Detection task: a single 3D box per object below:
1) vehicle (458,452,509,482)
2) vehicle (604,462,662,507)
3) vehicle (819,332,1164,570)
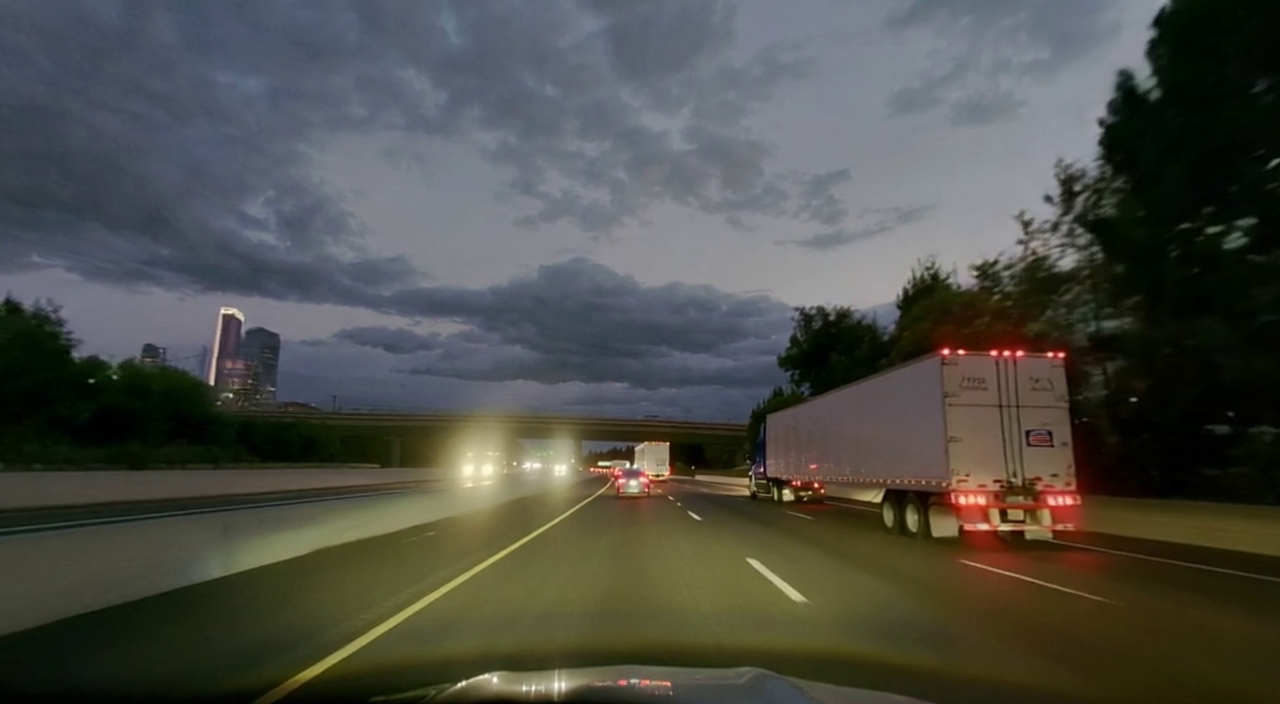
[{"bbox_3d":[-10.391,7.734,42.277,1.997,1.794,5.701,1,-11,-1],"label":"vehicle"},{"bbox_3d":[-0.253,5.101,24.405,2.067,1.552,3.601,1,-11,-1],"label":"vehicle"},{"bbox_3d":[6.597,2.242,13.937,2.839,3.684,8.091,1,-11,0],"label":"vehicle"}]
